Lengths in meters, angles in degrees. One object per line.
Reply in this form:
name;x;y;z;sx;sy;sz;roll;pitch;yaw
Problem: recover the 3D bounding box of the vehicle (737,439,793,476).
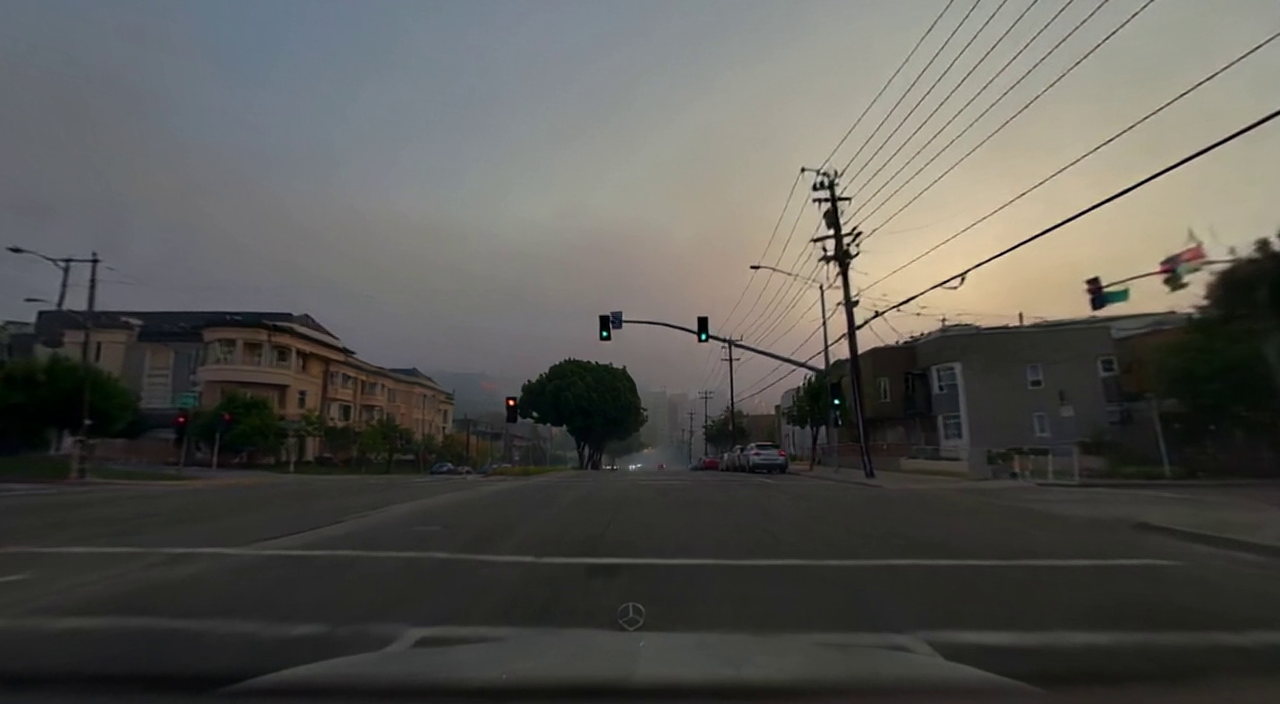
vehicle;7.000;5.956;35.886;2.148;1.904;4.910;0;-8;-1
